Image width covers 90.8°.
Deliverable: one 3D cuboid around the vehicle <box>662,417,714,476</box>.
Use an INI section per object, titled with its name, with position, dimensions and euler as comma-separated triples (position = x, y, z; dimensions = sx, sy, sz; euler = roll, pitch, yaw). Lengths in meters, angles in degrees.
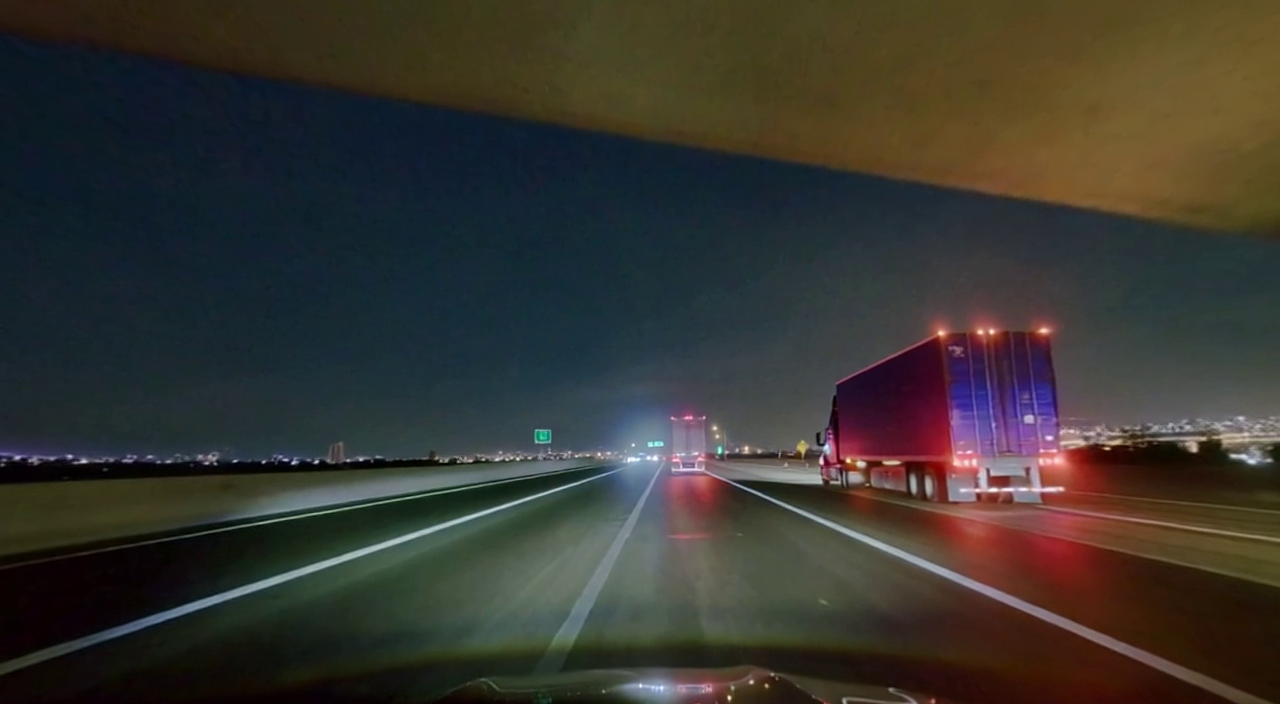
[vehicle]
position = 3.471, 6.939, 46.165
dimensions = 3.244, 3.713, 12.155
euler = -1, -9, 4
